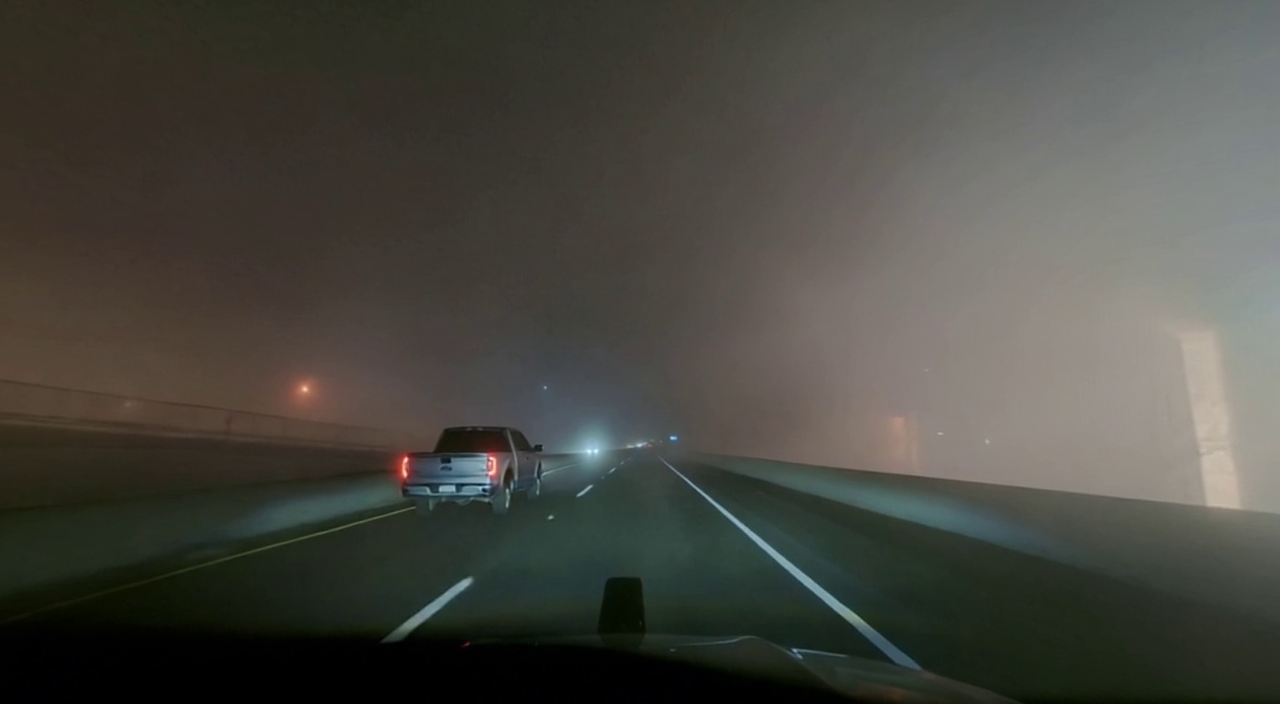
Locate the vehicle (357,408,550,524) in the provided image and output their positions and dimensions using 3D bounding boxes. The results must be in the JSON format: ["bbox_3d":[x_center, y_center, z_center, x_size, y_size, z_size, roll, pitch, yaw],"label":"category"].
[{"bbox_3d":[-3.567,2.349,13.539,2.350,1.932,5.562,0,-8,1],"label":"vehicle"}]
